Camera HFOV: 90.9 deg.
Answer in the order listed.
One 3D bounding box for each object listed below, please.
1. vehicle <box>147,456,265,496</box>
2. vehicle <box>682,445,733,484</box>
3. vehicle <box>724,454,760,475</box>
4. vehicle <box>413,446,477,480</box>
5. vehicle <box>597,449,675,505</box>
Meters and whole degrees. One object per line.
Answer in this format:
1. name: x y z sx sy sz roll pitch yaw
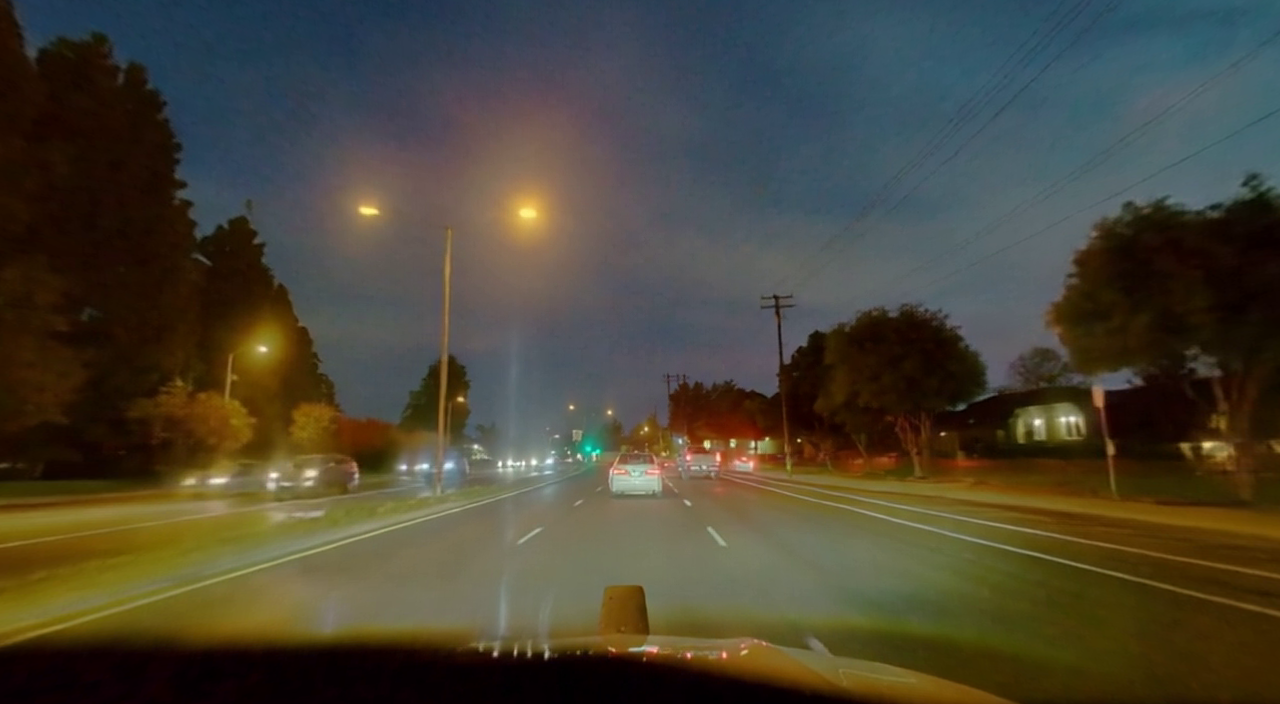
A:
1. vehicle: -18.373 5.237 26.993 1.928 1.491 4.316 0 -9 1
2. vehicle: 3.284 5.562 31.537 2.073 1.822 4.276 0 -9 0
3. vehicle: 7.836 8.677 48.745 1.980 1.497 4.345 0 -9 0
4. vehicle: -11.655 6.619 37.983 2.370 1.892 4.343 0 -9 1
5. vehicle: -0.117 3.751 19.378 2.140 1.474 4.026 0 -9 0
